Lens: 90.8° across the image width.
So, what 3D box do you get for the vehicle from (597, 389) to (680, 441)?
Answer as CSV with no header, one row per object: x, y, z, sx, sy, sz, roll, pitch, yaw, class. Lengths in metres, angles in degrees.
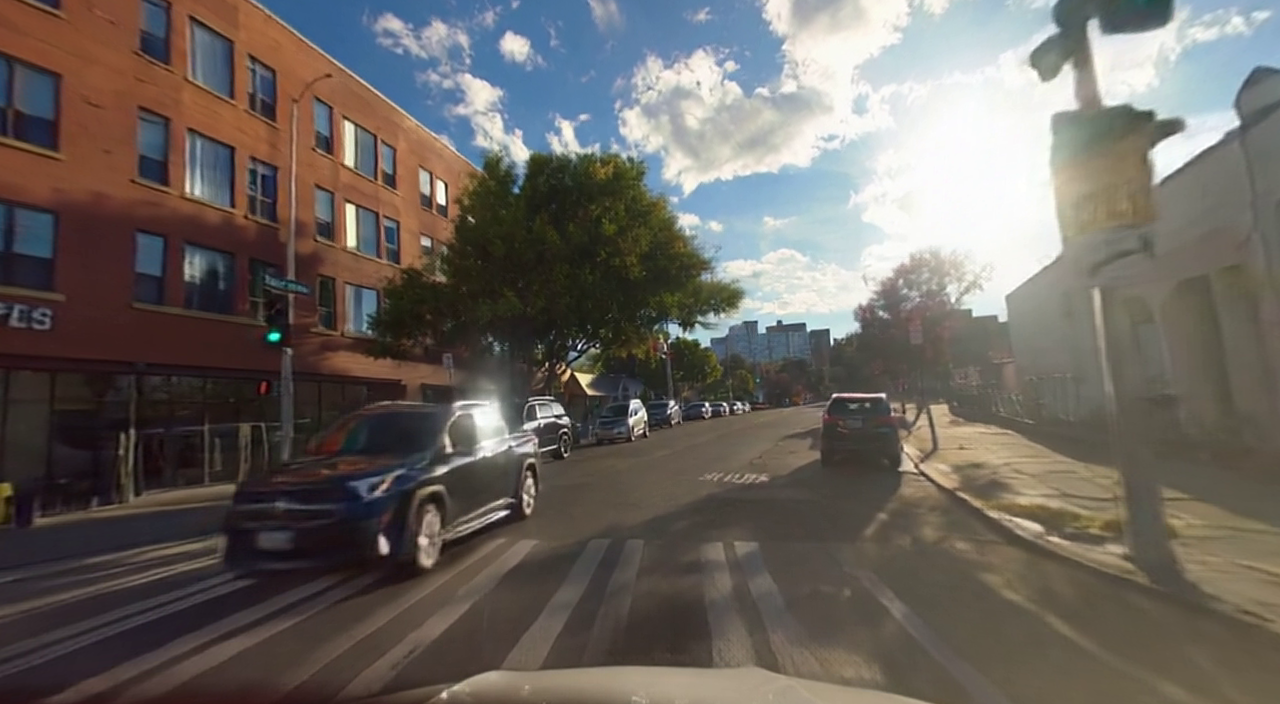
0.073,3.050,30.898,2.260,2.136,5.669,-7,-7,17,vehicle

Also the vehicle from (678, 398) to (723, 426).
4.240,4.101,43.798,1.948,1.693,4.325,-6,-6,19,vehicle

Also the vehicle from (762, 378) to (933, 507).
3.174,1.374,9.673,1.892,1.481,4.365,-4,-8,19,vehicle

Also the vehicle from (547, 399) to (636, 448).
-1.816,2.912,25.268,1.960,1.765,4.343,-4,-8,19,vehicle

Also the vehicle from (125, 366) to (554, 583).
-2.879,1.320,7.593,2.181,1.723,4.692,-3,-8,12,vehicle
